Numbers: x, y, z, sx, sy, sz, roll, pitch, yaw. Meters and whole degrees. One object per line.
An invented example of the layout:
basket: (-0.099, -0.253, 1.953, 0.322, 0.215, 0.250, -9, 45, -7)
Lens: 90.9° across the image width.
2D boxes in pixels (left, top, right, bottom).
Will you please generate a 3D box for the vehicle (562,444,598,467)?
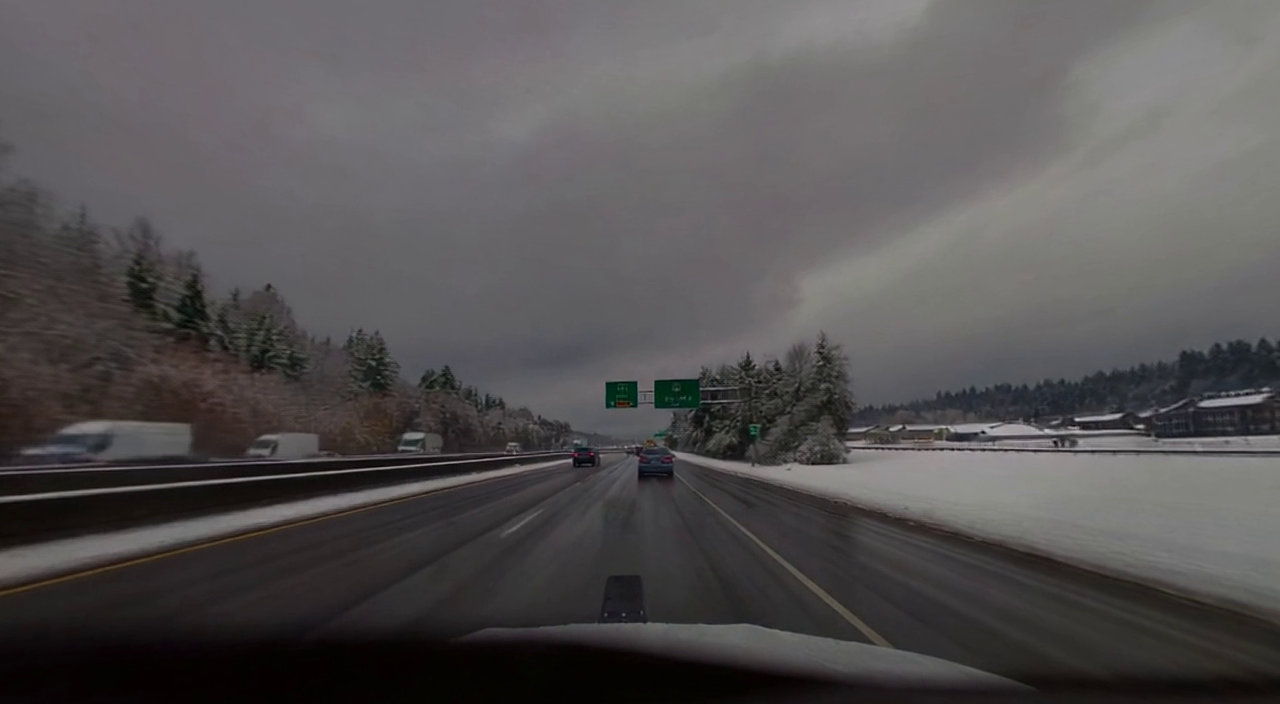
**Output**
vehicle: (-4.169, 7.297, 44.405, 2.081, 1.534, 4.543, 0, -9, 1)

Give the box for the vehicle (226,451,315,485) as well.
vehicle: (-16.660, 5.217, 28.633, 1.782, 1.442, 3.680, 0, -9, 0)

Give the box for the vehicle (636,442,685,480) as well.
vehicle: (0.854, 4.631, 26.900, 1.960, 1.456, 3.818, 0, -9, 1)

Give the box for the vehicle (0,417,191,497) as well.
vehicle: (-20.763, 3.972, 24.081, 2.353, 2.613, 6.328, 0, -9, 1)
